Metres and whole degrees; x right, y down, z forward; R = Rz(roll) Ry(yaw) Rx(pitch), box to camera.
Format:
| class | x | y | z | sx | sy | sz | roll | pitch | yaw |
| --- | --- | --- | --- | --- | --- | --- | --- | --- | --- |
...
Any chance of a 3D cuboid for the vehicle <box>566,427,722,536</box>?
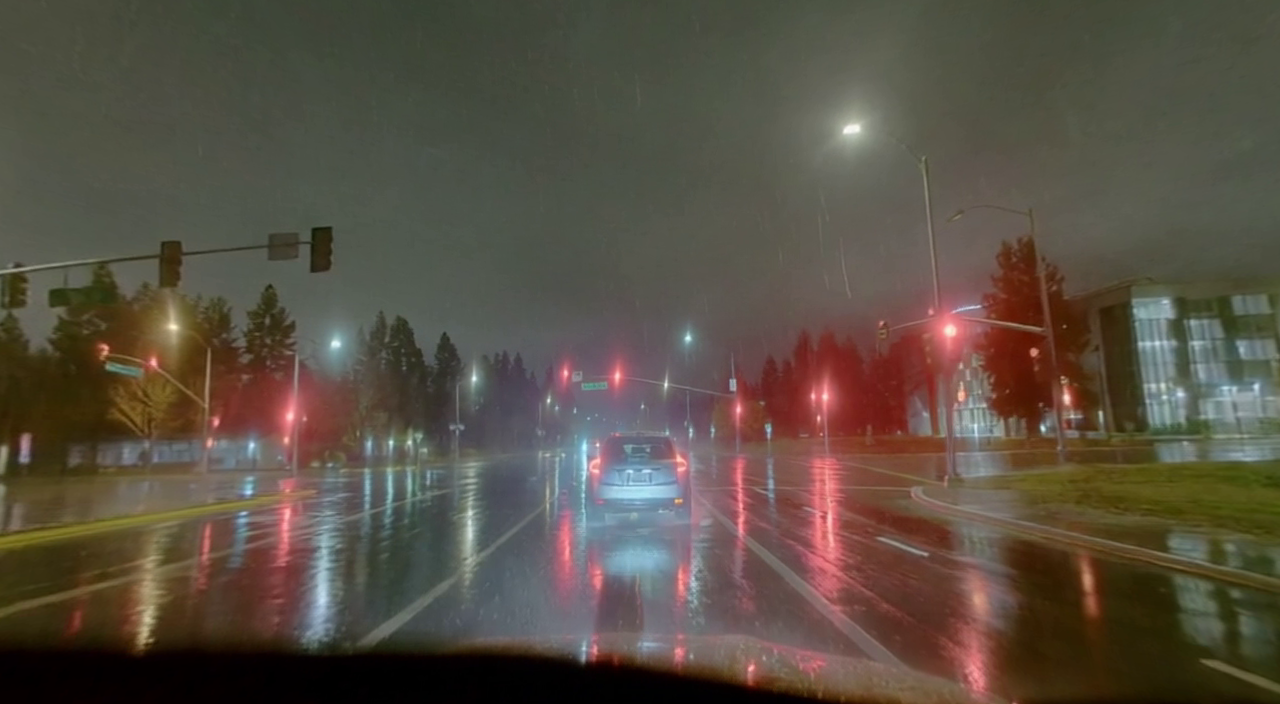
| class | x | y | z | sx | sy | sz | roll | pitch | yaw |
| --- | --- | --- | --- | --- | --- | --- | --- | --- | --- |
| vehicle | 0.010 | 2.056 | 10.606 | 2.107 | 1.470 | 3.974 | 0 | -9 | -1 |
